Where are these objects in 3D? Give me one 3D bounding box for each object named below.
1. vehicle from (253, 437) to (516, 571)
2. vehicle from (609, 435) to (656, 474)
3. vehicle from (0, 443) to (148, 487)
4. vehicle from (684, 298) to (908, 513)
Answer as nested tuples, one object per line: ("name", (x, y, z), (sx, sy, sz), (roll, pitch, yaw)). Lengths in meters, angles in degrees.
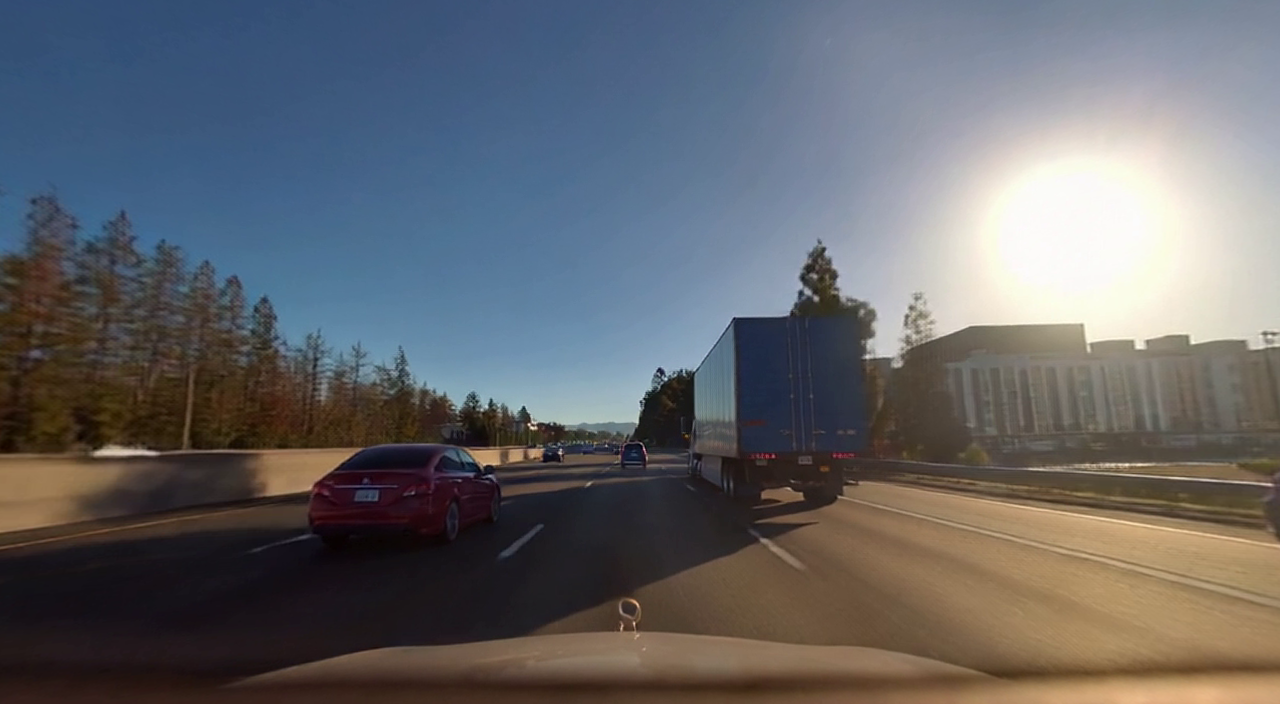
("vehicle", (-3.182, 1.991, 9.077), (1.864, 1.406, 4.544), (0, -9, 0))
("vehicle", (-0.369, 5.104, 31.543), (2.203, 1.805, 4.358), (0, -9, -1))
("vehicle", (-23.277, 4.637, 26.160), (1.964, 1.612, 4.834), (0, -9, -1))
("vehicle", (3.449, 2.138, 19.507), (2.876, 4.086, 15.117), (0, -9, -1))
